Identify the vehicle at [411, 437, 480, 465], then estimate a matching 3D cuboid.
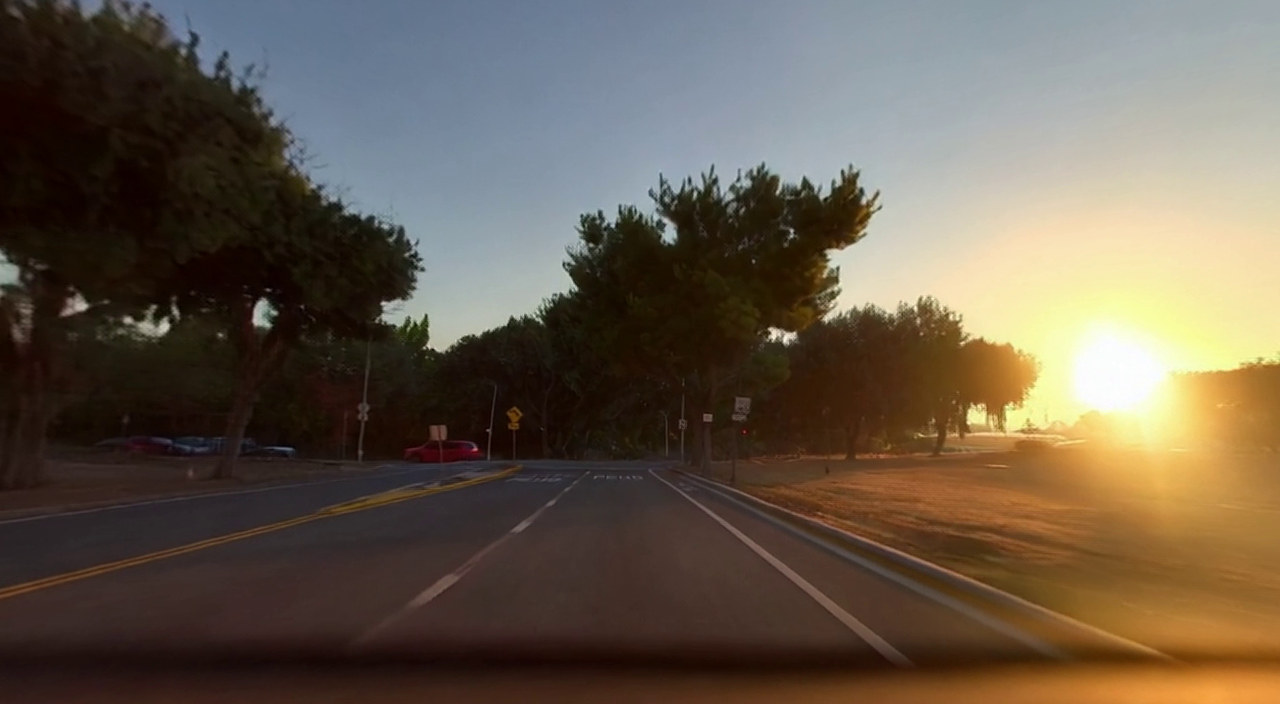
[{"bbox_3d":[-14.667,7.478,47.656,4.529,1.976,2.002,8,-12,-42],"label":"vehicle"}]
